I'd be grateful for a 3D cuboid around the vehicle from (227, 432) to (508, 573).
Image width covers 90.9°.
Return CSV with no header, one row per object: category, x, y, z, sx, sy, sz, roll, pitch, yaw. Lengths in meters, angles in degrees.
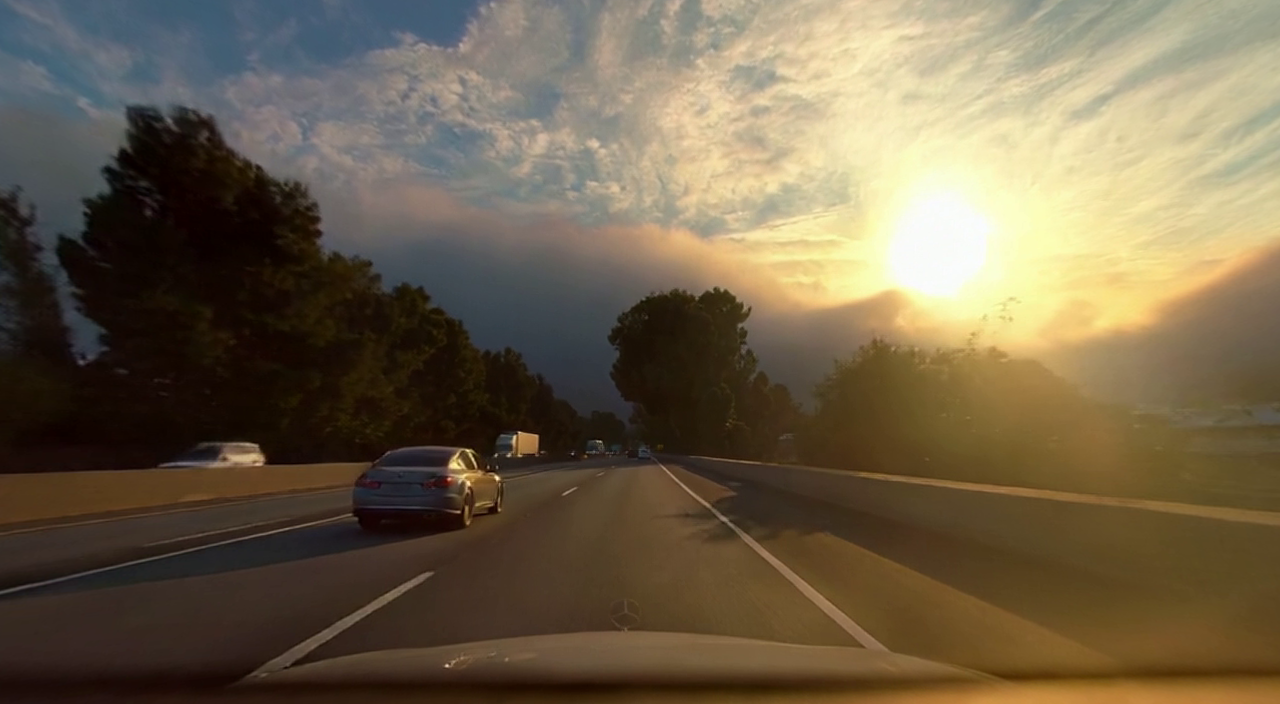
vehicle,-3.446,2.001,9.198,1.969,1.505,4.636,0,-9,1
